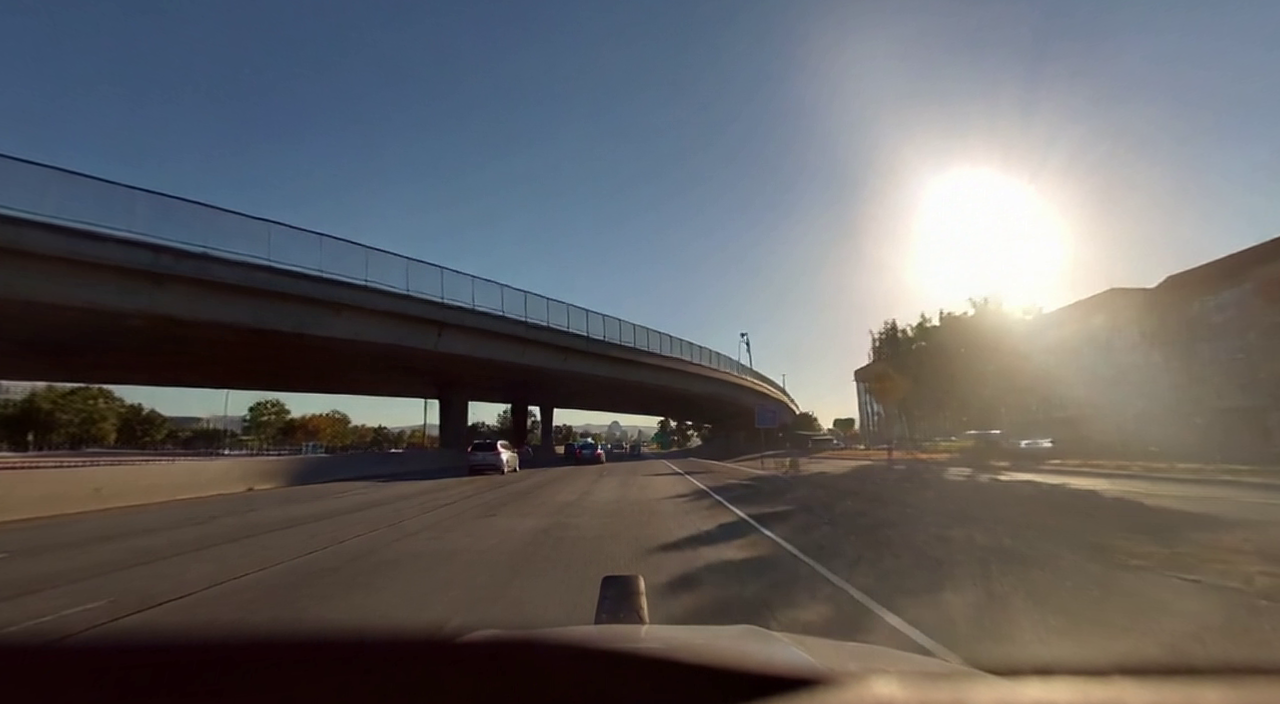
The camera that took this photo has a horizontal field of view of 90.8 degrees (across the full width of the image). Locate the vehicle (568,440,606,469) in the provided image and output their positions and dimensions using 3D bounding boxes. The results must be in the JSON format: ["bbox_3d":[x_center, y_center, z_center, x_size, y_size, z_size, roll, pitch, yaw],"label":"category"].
[{"bbox_3d":[-3.283,6.457,40.167,2.027,1.697,4.307,0,-8,0],"label":"vehicle"}]

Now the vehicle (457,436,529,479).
[{"bbox_3d":[-6.495,4.708,28.485,2.015,1.762,4.790,0,-8,1],"label":"vehicle"}]
